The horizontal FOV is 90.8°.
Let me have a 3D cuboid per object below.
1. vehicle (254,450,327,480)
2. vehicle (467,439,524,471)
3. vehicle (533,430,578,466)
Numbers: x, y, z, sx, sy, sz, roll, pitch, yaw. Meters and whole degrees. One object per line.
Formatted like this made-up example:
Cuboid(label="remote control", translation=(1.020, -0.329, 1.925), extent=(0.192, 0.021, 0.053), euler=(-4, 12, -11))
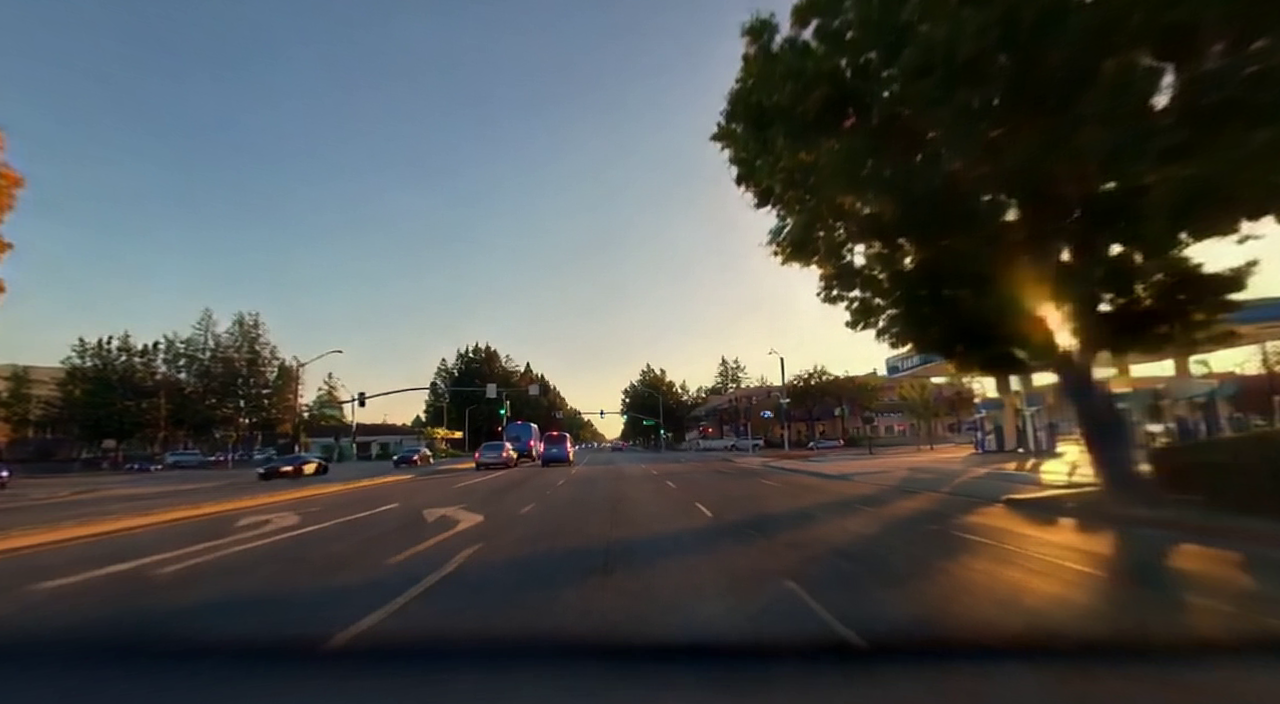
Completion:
Cuboid(label="vehicle", translation=(-20.520, 6.625, 37.341), extent=(1.930, 1.659, 4.364), euler=(0, -8, -2))
Cuboid(label="vehicle", translation=(-7.383, 5.291, 32.693), extent=(1.993, 1.490, 4.768), euler=(0, -8, -2))
Cuboid(label="vehicle", translation=(-4.994, 5.750, 37.855), extent=(2.206, 2.007, 5.190), euler=(0, -8, -3))
